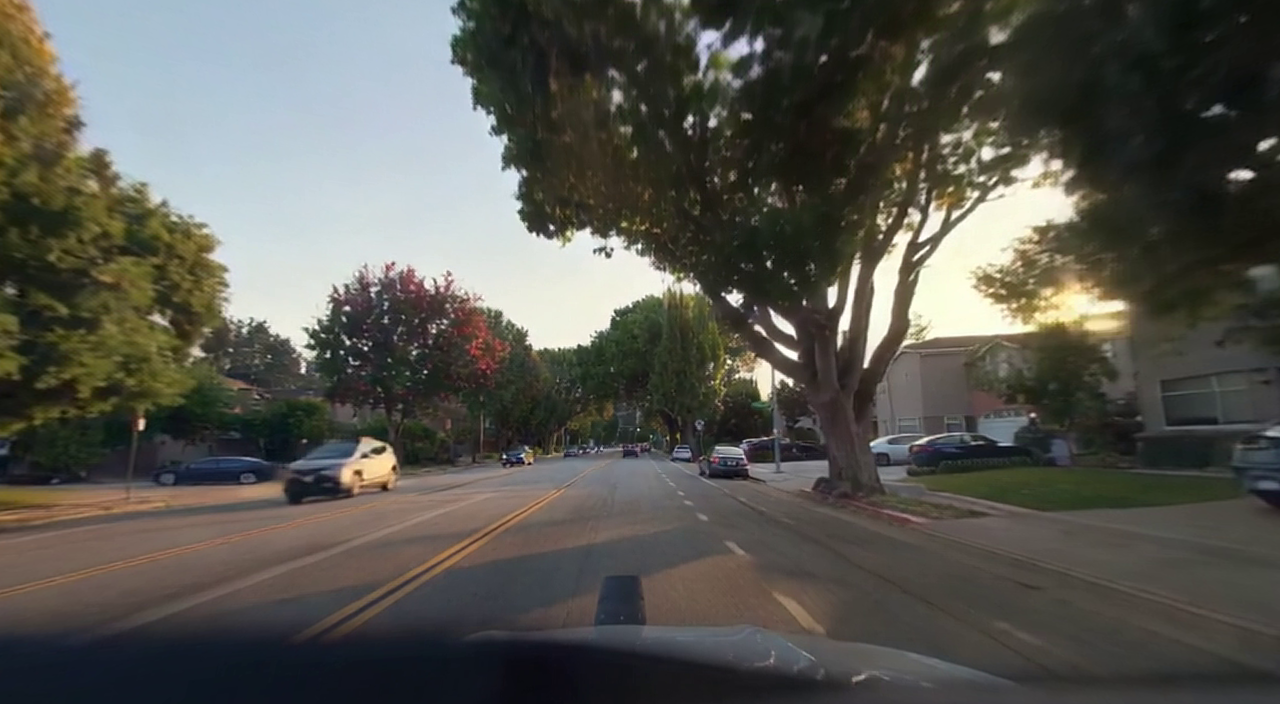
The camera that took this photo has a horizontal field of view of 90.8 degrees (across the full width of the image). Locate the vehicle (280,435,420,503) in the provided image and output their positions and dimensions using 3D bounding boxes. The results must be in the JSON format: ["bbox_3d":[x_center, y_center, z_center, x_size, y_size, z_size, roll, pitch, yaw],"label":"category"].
[{"bbox_3d":[-8.527,3.451,19.135,2.041,1.760,4.522,0,-8,0],"label":"vehicle"}]

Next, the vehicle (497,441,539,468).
[{"bbox_3d":[-8.522,7.204,44.554,2.090,1.748,4.345,0,-8,0],"label":"vehicle"}]

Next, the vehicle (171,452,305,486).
[{"bbox_3d":[-18.778,5.472,29.664,4.880,1.500,1.965,0,-8,-2],"label":"vehicle"}]

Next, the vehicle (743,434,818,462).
[{"bbox_3d":[10.403,7.155,47.059,4.964,1.739,2.184,-3,-9,0],"label":"vehicle"}]

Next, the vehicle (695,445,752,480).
[{"bbox_3d":[3.753,5.048,29.237,1.991,1.500,4.562,0,-8,-1],"label":"vehicle"}]

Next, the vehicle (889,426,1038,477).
[{"bbox_3d":[11.761,3.631,23.189,4.376,1.509,1.866,-4,-8,-1],"label":"vehicle"}]
